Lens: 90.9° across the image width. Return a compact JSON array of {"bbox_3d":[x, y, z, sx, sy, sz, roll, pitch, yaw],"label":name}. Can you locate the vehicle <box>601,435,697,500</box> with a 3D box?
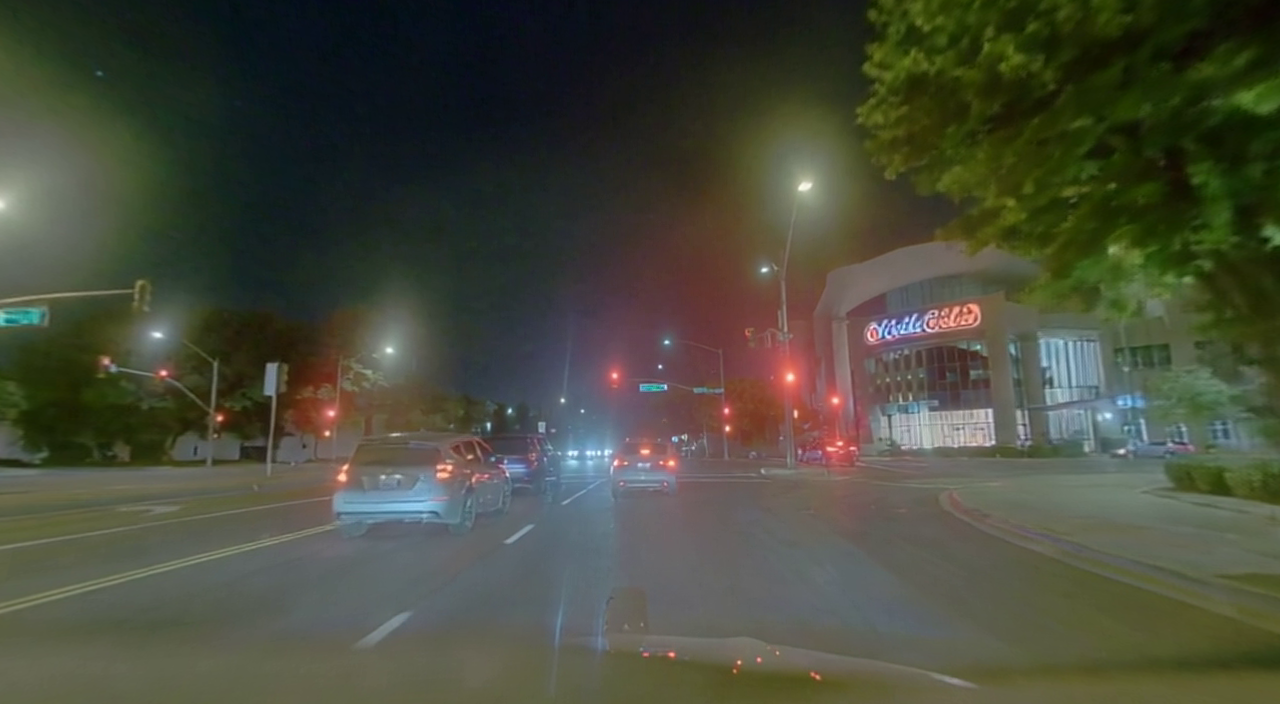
[{"bbox_3d":[0.312,2.991,16.813,2.258,1.507,3.896,-1,-8,3],"label":"vehicle"}]

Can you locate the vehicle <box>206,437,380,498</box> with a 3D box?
[{"bbox_3d":[-9.476,3.170,17.788,2.096,1.474,4.585,-1,-8,4],"label":"vehicle"}]

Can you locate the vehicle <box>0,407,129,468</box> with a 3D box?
[{"bbox_3d":[-46.178,6.272,45.747,14.685,4.167,2.923,-1,-8,-5],"label":"vehicle"}]

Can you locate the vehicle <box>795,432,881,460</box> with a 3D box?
[{"bbox_3d":[13.120,6.268,42.057,5.032,1.762,1.982,0,-8,0],"label":"vehicle"}]

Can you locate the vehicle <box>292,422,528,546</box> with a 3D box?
[{"bbox_3d":[-3.265,1.972,10.087,2.029,1.517,4.375,0,-8,1],"label":"vehicle"}]
